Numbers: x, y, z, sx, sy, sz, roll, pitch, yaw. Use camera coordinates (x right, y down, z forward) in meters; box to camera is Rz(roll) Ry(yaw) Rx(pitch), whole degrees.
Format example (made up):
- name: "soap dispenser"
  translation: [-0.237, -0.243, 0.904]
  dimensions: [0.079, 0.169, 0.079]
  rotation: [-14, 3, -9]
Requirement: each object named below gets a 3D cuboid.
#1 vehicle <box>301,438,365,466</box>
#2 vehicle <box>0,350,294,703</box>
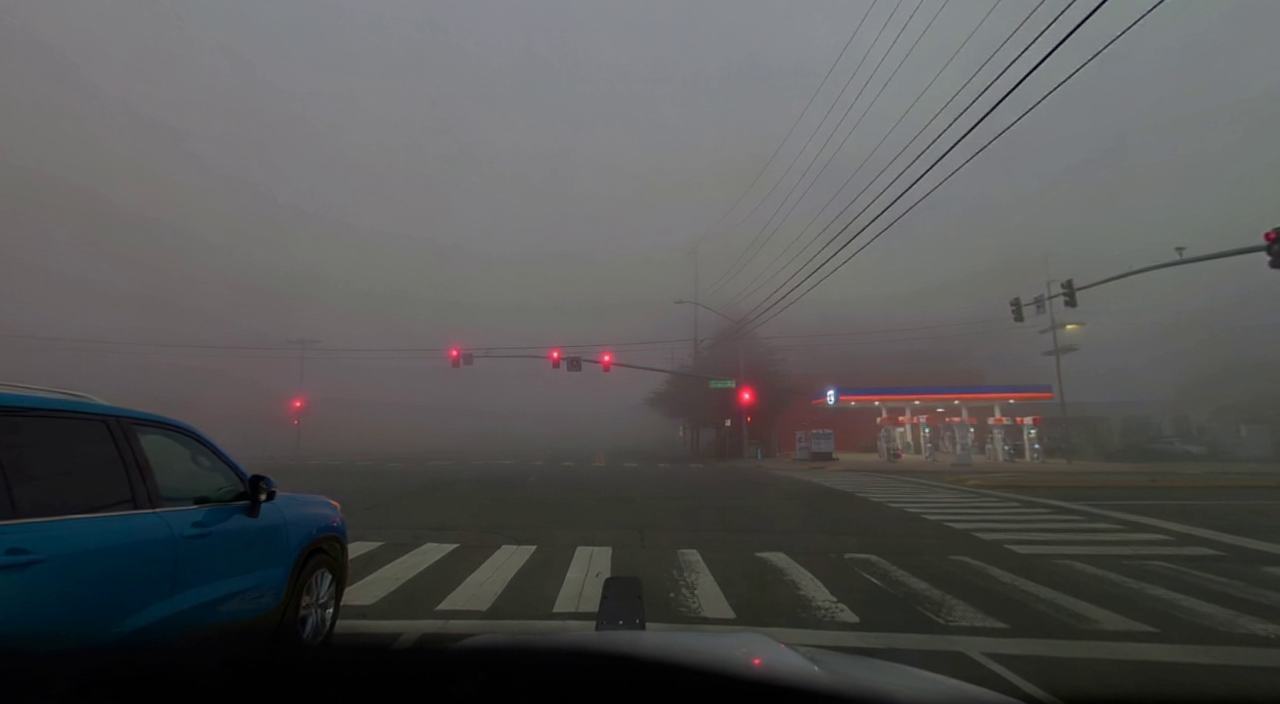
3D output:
- name: "vehicle"
  translation: [-20.449, 6.684, 42.159]
  dimensions: [2.004, 1.699, 4.486]
  rotation: [0, -9, 1]
- name: "vehicle"
  translation: [-3.418, 0.802, 2.043]
  dimensions: [2.053, 1.690, 4.364]
  rotation: [0, -9, 0]
